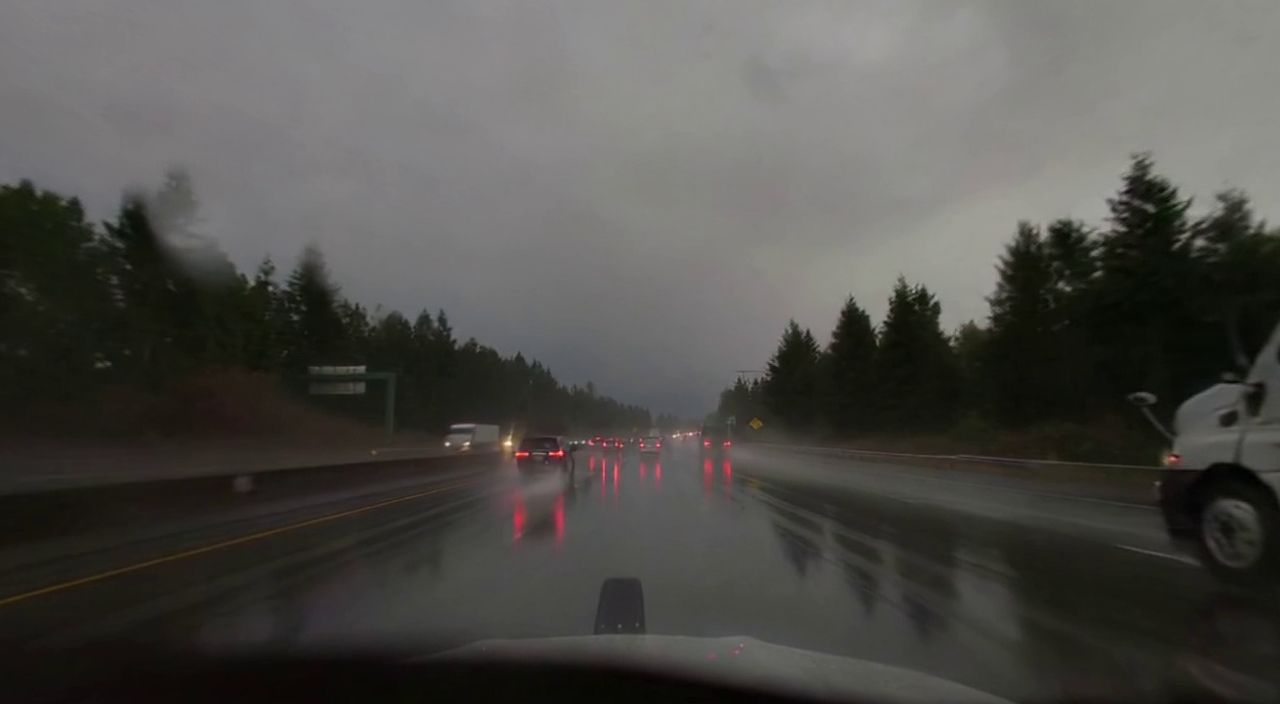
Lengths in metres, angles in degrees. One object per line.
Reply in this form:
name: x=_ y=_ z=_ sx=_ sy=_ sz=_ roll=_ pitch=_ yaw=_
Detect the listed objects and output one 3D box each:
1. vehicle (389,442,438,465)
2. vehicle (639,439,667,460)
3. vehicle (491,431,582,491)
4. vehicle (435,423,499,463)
vehicle: x=-15.415 y=6.919 z=43.064 sx=1.806 sy=1.435 sz=3.662 roll=0 pitch=-8 yaw=2
vehicle: x=0.941 y=7.119 z=46.426 sx=2.004 sy=1.465 sz=3.842 roll=0 pitch=-8 yaw=0
vehicle: x=-2.995 y=3.231 z=19.165 sx=2.137 sy=1.618 sz=4.209 roll=0 pitch=-8 yaw=-1
vehicle: x=-11.370 y=6.044 z=42.082 sx=2.357 sy=2.442 sz=6.242 roll=0 pitch=-8 yaw=2
